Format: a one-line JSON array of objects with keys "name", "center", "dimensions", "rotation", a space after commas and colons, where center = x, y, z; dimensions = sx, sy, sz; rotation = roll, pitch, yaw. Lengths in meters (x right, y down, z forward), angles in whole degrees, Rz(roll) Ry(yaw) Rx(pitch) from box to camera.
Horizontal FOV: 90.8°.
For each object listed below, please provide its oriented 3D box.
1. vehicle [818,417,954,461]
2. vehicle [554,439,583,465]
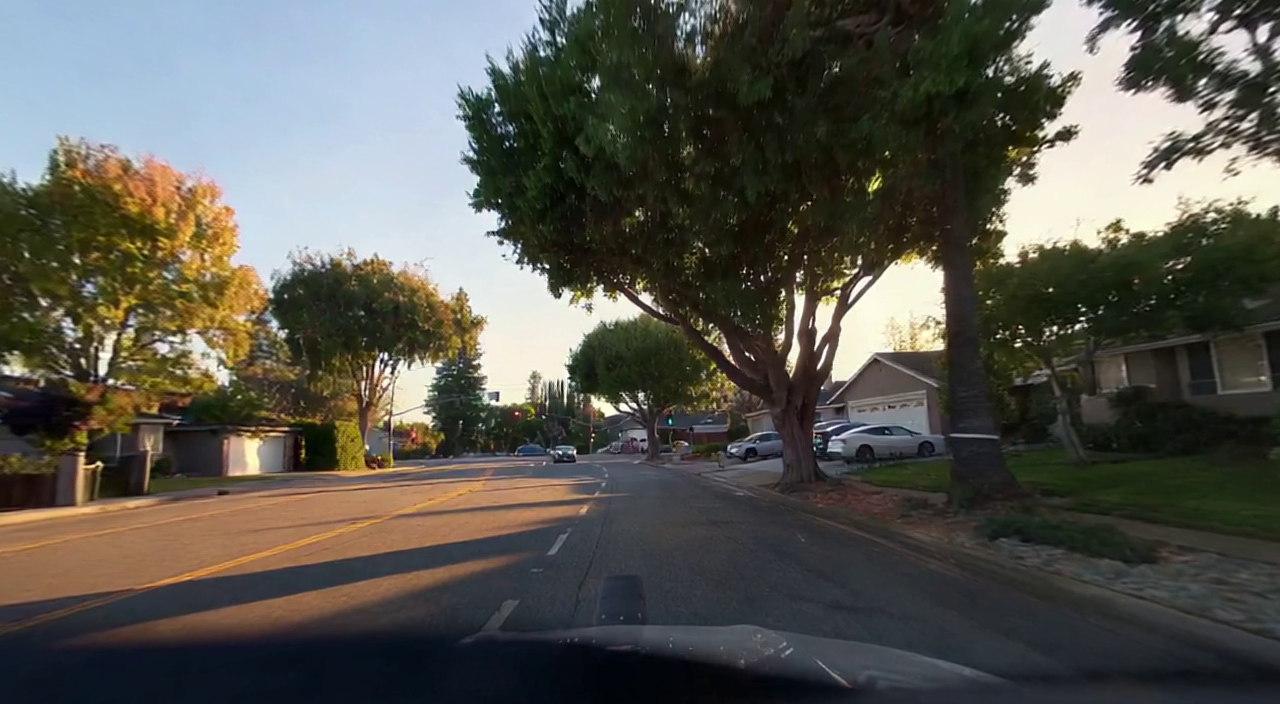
[{"name": "vehicle", "center": [9.724, 3.482, 25.234], "dimensions": [4.590, 1.648, 1.876], "rotation": [0, -9, -3]}, {"name": "vehicle", "center": [-5.503, 7.566, 47.897], "dimensions": [2.041, 1.834, 4.679], "rotation": [1, -9, -8]}]
